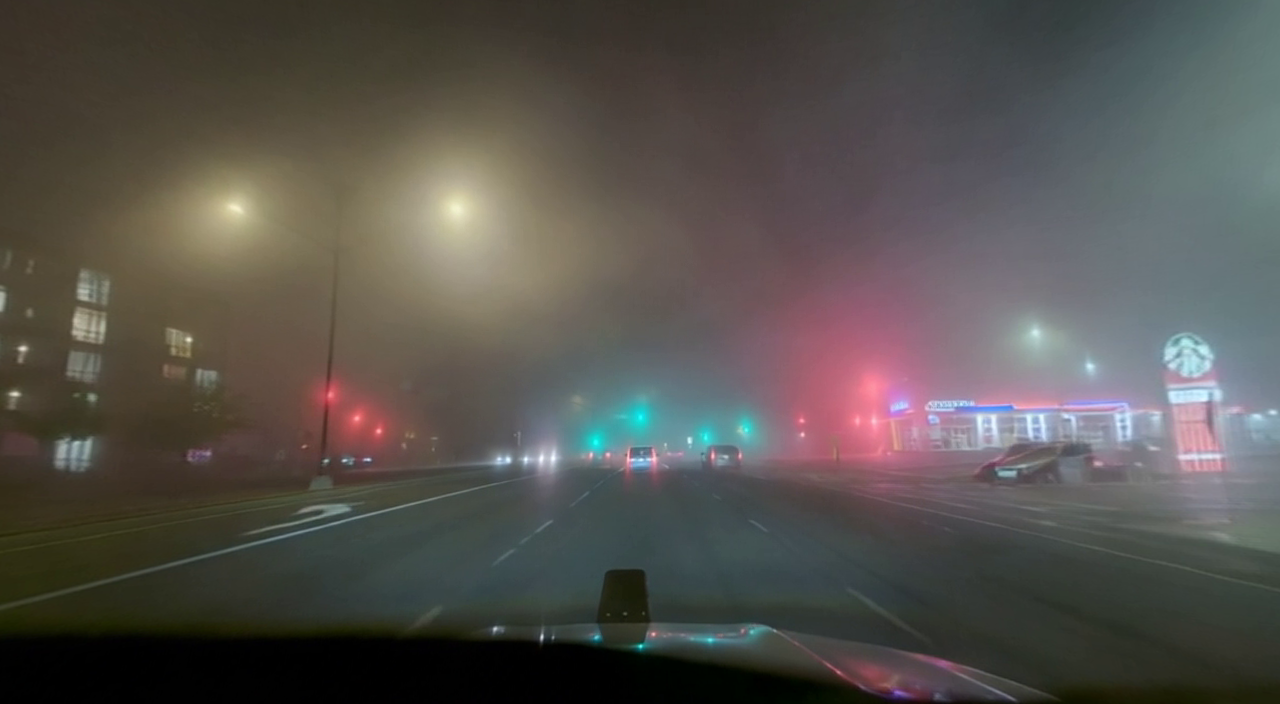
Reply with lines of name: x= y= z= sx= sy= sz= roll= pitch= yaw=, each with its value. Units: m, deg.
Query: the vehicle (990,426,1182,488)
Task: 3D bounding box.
vehicle: x=14.640 y=3.454 z=20.904 sx=4.775 sy=1.728 sz=1.996 roll=-2 pitch=-9 yaw=-1

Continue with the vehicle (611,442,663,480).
vehicle: x=-0.120 y=4.687 z=27.415 sx=2.059 sy=1.477 sz=3.988 roll=0 pitch=-9 yaw=0

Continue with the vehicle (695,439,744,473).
vehicle: x=4.197 y=5.559 z=33.893 sx=2.007 sy=1.683 sz=4.171 roll=0 pitch=-9 yaw=-2
